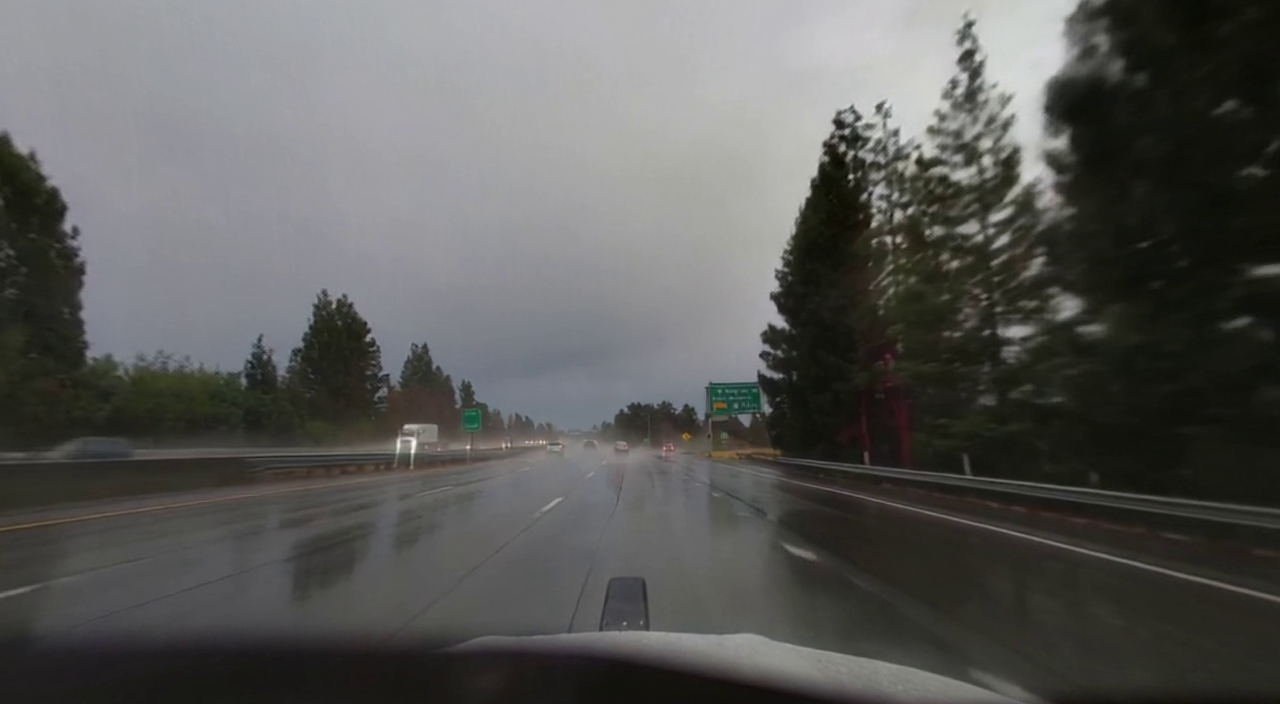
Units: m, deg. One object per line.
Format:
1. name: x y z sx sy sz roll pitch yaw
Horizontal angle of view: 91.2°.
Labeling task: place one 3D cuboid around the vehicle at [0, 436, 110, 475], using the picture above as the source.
1. vehicle: -24.760 4.282 26.209 1.765 1.480 3.908 0 -8 0
